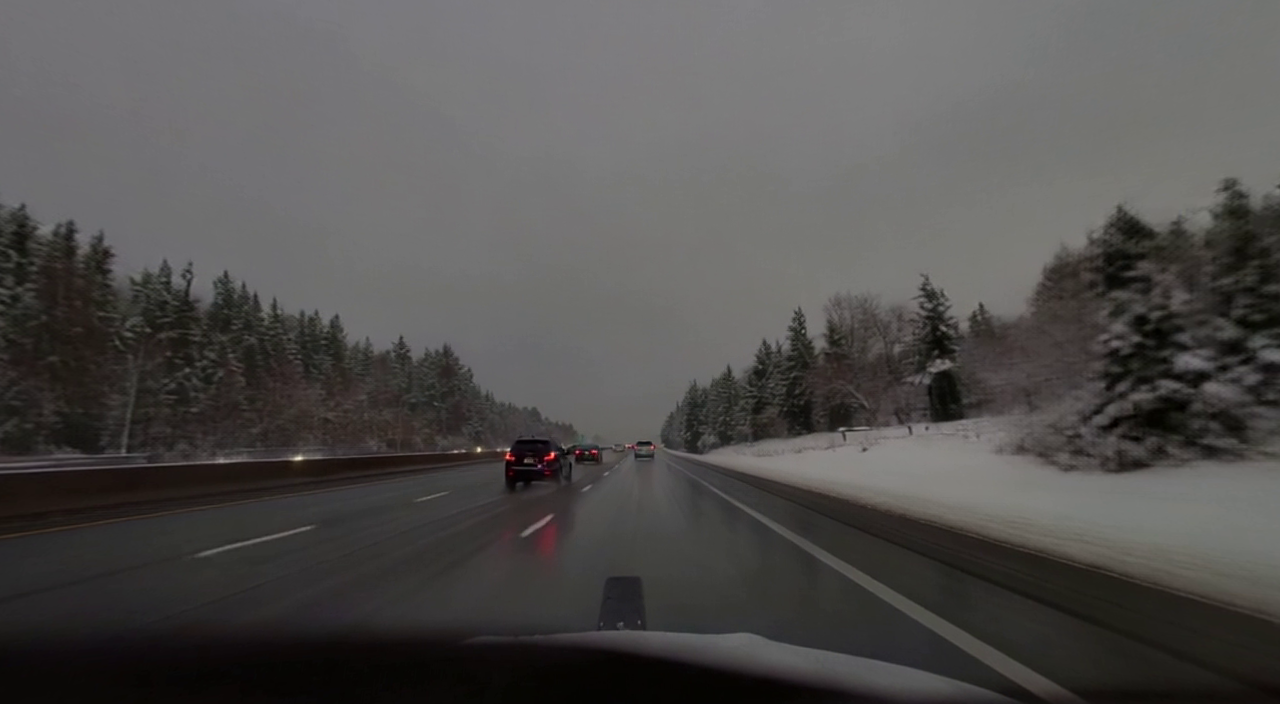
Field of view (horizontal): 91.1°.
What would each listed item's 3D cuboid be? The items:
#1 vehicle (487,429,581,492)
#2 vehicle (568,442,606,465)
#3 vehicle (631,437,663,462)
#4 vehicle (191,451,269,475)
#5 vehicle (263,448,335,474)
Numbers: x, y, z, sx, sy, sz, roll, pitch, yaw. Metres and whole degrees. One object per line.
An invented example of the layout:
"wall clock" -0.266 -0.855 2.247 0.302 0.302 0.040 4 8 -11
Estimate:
"vehicle" -3.099 3.280 19.306 2.056 1.679 4.204 0 -8 1
"vehicle" -3.428 6.668 41.479 2.055 1.431 3.921 0 -8 1
"vehicle" 0.499 7.201 46.477 2.285 1.797 4.478 0 -8 0
"vehicle" -27.604 7.452 42.500 1.872 1.481 4.867 0 -8 2
"vehicle" -20.988 6.708 38.859 1.797 1.472 4.619 0 -8 1
